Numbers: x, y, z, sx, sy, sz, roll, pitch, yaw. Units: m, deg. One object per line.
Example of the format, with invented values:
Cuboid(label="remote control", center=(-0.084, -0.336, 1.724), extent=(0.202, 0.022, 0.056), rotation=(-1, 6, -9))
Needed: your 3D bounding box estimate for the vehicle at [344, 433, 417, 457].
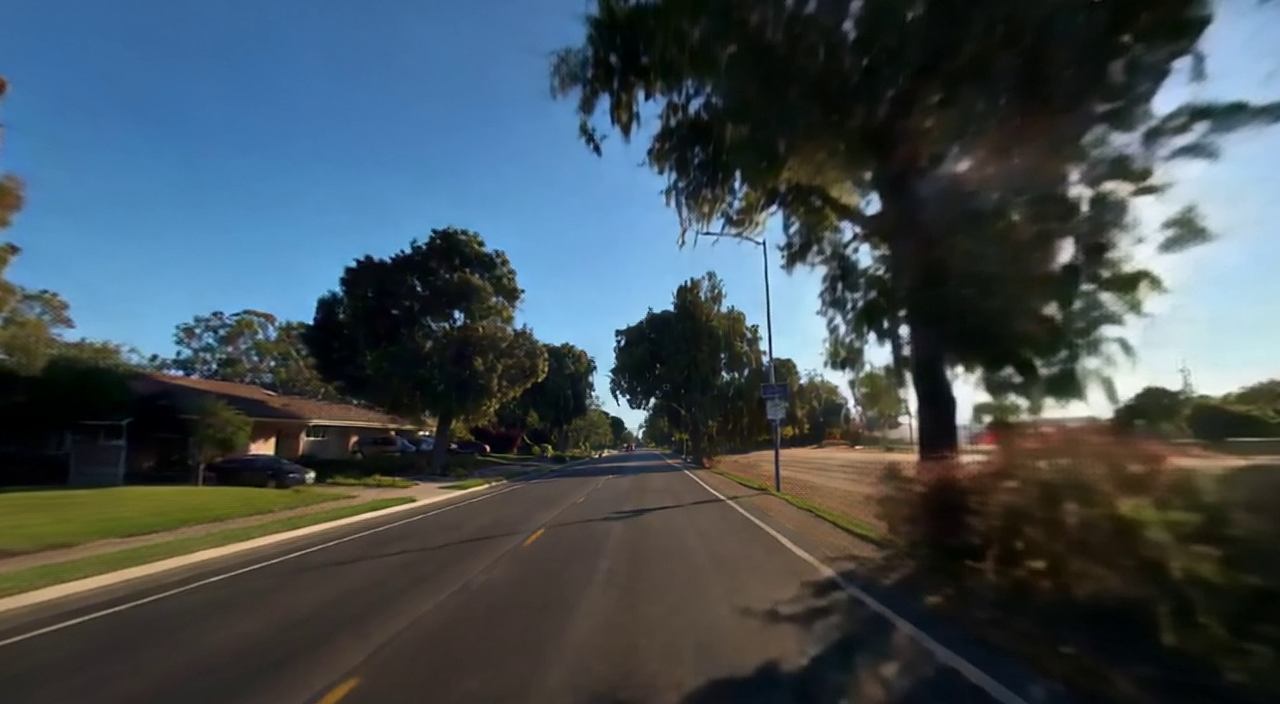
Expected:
Cuboid(label="vehicle", center=(-19.903, 7.157, 48.565), extent=(4.640, 1.765, 2.242), rotation=(0, -9, -3))
